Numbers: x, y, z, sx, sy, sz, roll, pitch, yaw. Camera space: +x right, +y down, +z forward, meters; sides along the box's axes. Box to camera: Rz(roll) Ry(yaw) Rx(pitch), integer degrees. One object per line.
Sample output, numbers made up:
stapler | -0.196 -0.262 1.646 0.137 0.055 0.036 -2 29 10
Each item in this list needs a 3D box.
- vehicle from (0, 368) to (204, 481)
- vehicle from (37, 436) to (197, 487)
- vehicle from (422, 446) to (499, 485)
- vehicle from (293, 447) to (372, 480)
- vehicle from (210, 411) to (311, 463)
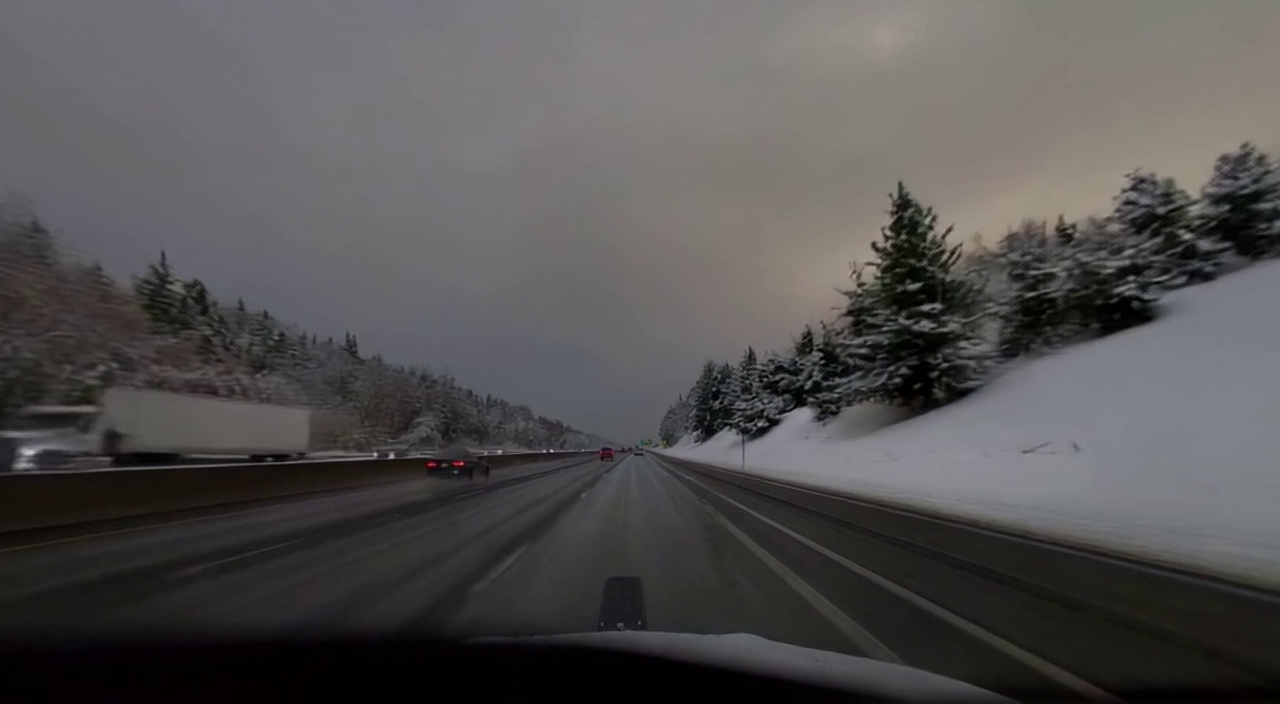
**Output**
vehicle | -22.466 3.157 26.192 2.834 3.959 7.991 0 -9 -1
vehicle | -18.238 3.844 22.300 1.867 1.585 4.415 0 -9 0
vehicle | -7.400 4.705 26.470 1.966 1.476 4.240 0 -9 0
vehicle | -14.538 5.262 30.001 1.806 1.433 3.932 0 -9 -1
vehicle | -22.447 5.142 37.659 2.266 2.825 6.027 0 -9 -1
